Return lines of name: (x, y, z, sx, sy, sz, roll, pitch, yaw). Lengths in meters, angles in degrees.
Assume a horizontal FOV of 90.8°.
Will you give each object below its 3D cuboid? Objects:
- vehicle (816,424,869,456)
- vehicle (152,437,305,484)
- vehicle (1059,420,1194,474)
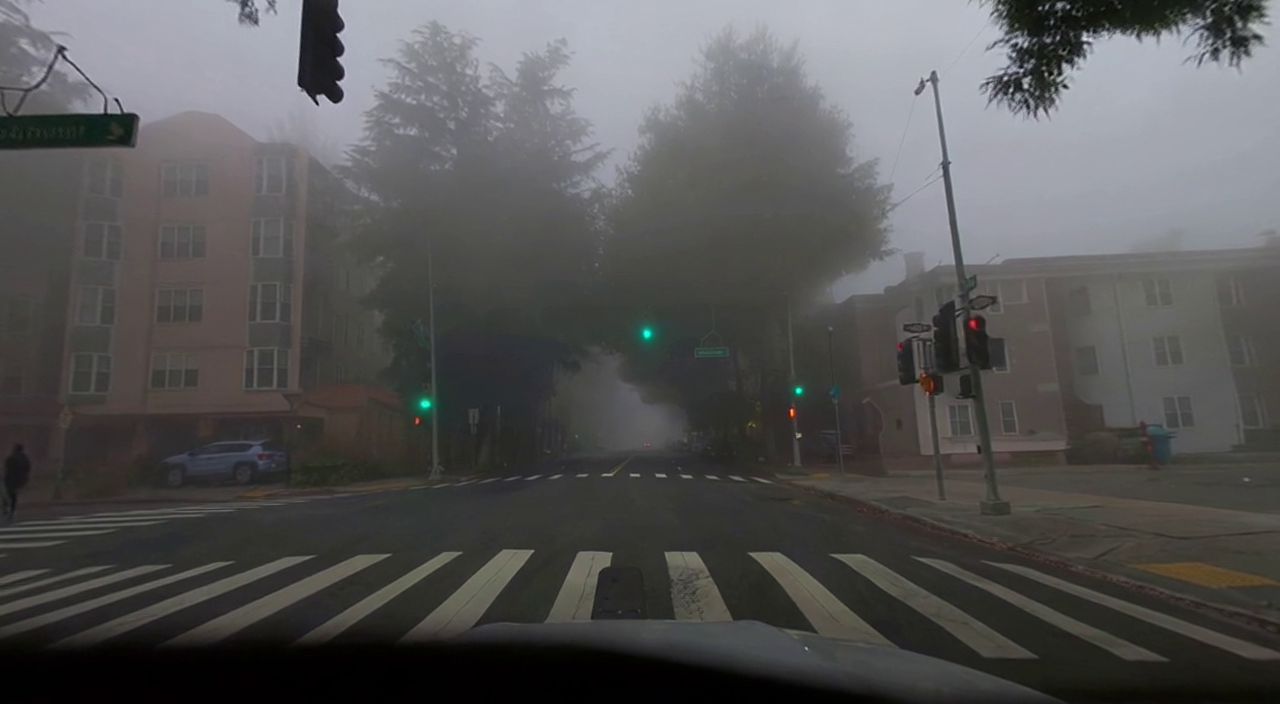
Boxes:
vehicle: (11.538, 5.066, 36.212, 1.950, 1.714, 4.245, -1, -9, 5)
vehicle: (-18.977, 5.000, 29.423, 5.468, 1.854, 2.283, -2, -8, -5)
vehicle: (17.074, 3.364, 22.468, 2.013, 1.722, 4.007, -2, -9, 9)
